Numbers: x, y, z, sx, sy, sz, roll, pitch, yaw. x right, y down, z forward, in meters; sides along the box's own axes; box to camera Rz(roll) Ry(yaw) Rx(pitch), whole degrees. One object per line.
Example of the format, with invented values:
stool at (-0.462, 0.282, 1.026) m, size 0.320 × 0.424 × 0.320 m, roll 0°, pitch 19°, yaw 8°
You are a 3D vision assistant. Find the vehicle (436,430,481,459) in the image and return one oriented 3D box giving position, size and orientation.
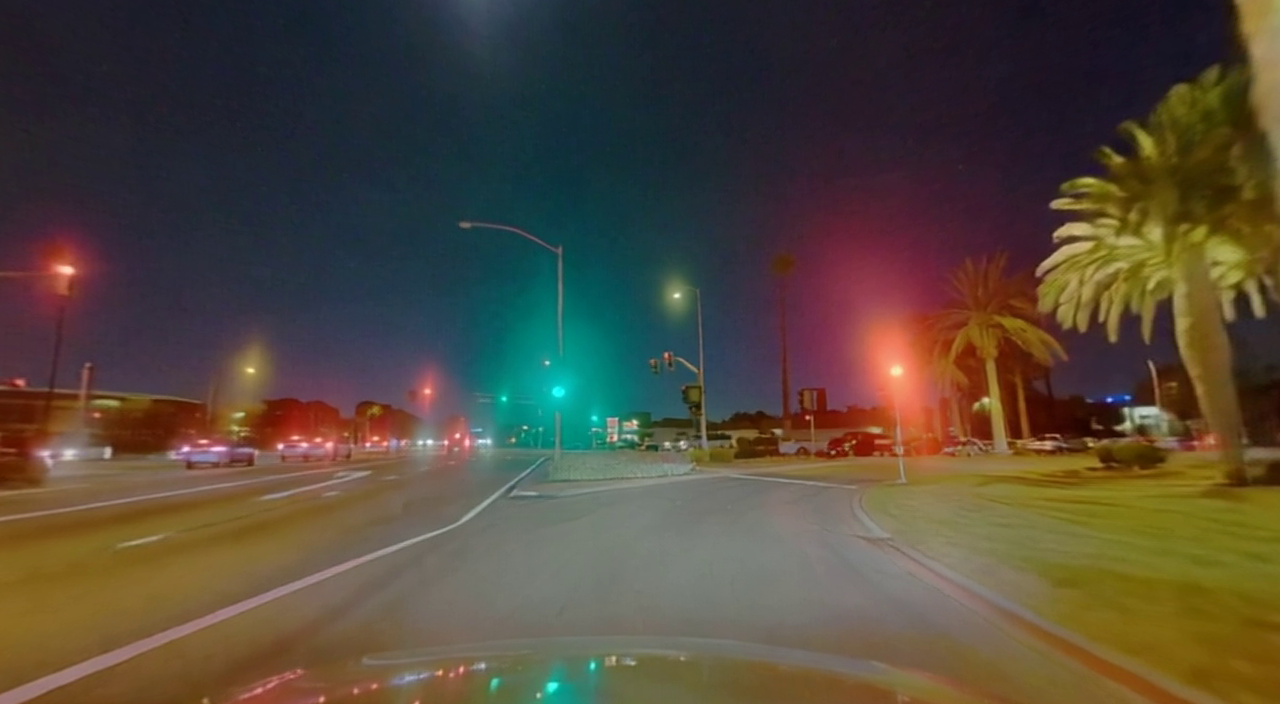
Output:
vehicle at (-11.902, 6.093, 41.395) m, size 2.114 × 1.784 × 4.450 m, roll 1°, pitch -9°, yaw -7°

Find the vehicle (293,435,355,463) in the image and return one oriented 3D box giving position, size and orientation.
vehicle at (-18.236, 5.623, 36.435) m, size 1.900 × 1.462 × 4.225 m, roll 1°, pitch -9°, yaw -7°

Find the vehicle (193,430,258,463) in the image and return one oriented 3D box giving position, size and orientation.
vehicle at (-23.524, 5.405, 35.788) m, size 2.156 × 1.742 × 4.264 m, roll 4°, pitch -9°, yaw -22°

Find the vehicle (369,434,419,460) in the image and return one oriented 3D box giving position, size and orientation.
vehicle at (-15.433, 5.986, 39.579) m, size 1.977 × 1.584 × 3.983 m, roll 1°, pitch -9°, yaw -7°

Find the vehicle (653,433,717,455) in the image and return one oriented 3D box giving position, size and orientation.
vehicle at (3.467, 7.140, 48.475) m, size 4.648 × 1.501 × 1.862 m, roll 3°, pitch -9°, yaw -7°
